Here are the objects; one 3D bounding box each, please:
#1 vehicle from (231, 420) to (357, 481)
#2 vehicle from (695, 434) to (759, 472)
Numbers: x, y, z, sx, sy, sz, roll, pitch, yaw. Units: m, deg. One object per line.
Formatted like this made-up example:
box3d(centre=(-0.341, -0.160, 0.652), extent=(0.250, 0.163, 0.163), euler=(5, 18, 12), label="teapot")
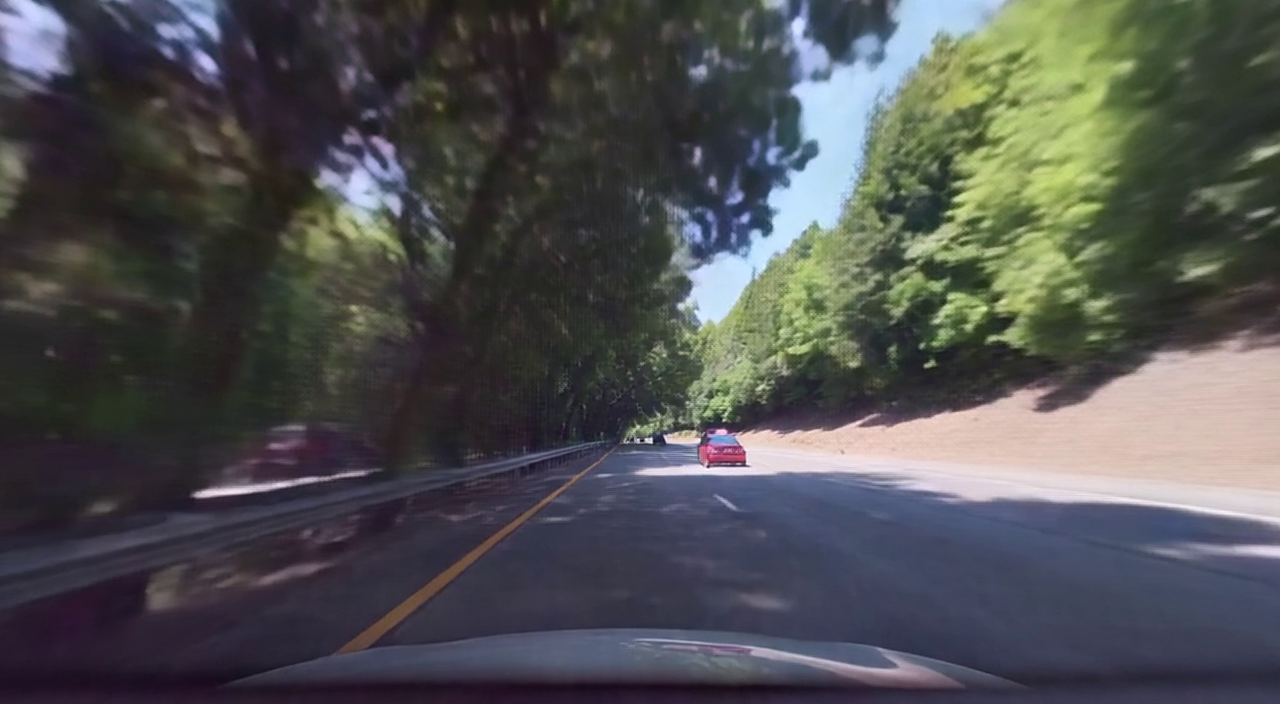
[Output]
box3d(centre=(-17.182, 4.905, 31.845), extent=(2.901, 2.760, 6.043), euler=(0, -8, 0), label="vehicle")
box3d(centre=(3.656, 4.312, 27.336), extent=(2.017, 1.502, 4.369), euler=(0, -8, -2), label="vehicle")
